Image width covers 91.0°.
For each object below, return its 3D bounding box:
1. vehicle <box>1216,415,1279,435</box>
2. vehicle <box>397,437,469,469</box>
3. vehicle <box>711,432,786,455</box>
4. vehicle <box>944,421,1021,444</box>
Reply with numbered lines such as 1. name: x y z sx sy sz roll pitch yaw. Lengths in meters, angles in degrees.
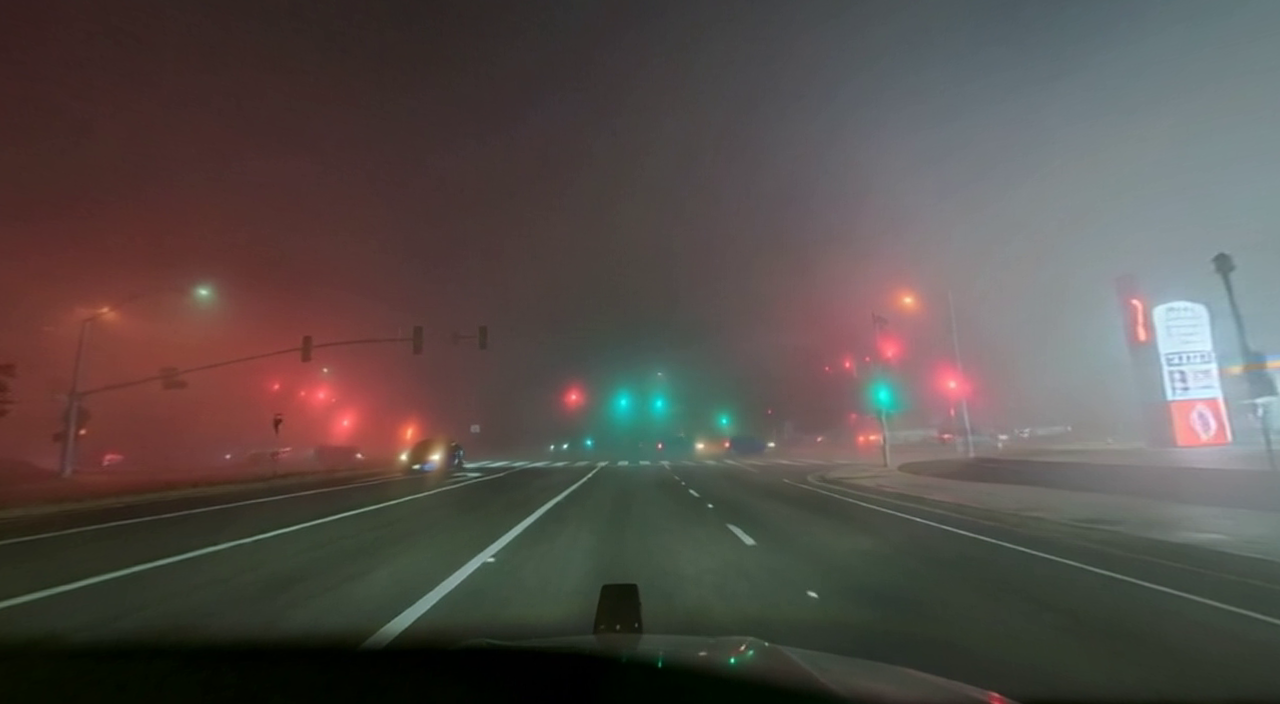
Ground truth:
1. vehicle: 47.300 5.549 47.979 4.849 1.464 1.777 -1 -8 3
2. vehicle: -10.066 4.926 30.993 1.899 1.460 4.880 0 -8 0
3. vehicle: 7.476 6.351 43.690 4.885 1.503 1.845 -1 -8 3
4. vehicle: 26.895 6.362 49.551 4.864 1.566 1.807 -3 -8 3
